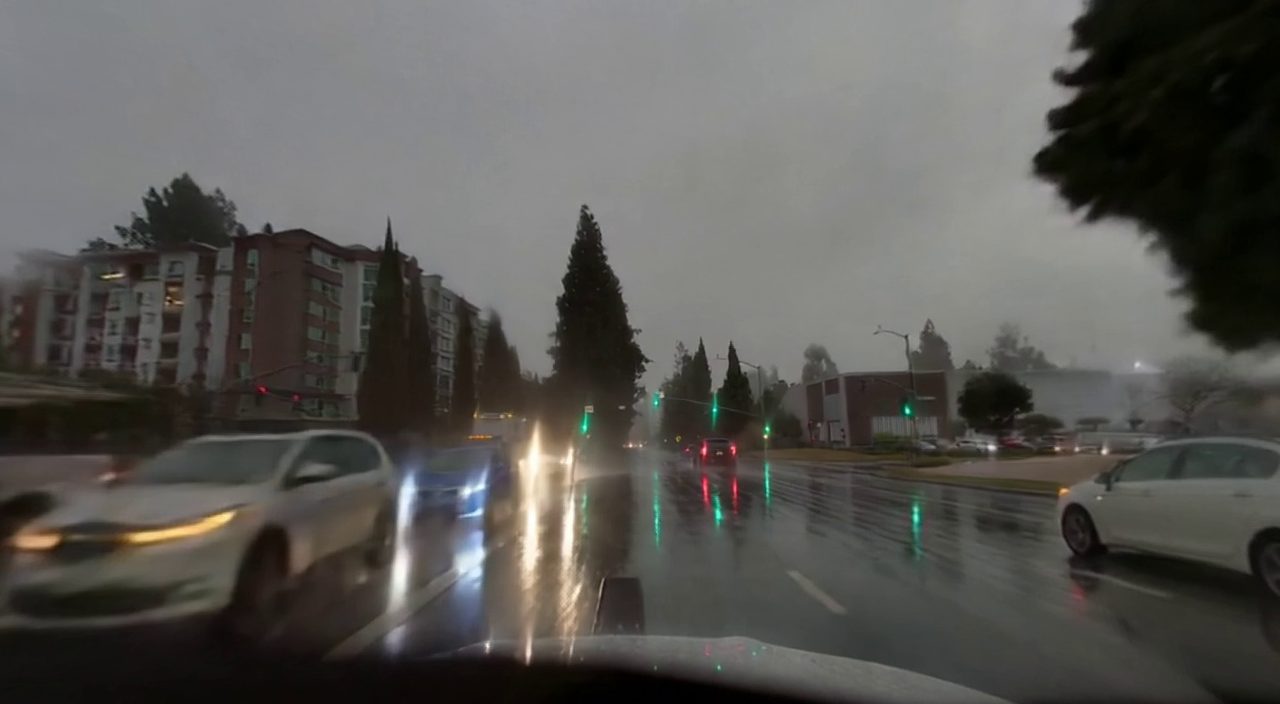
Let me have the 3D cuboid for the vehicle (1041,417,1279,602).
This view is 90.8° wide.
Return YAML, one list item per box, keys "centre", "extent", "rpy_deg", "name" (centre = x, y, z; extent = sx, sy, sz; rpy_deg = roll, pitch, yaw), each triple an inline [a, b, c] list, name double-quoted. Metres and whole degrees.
- centre: [6.642, 1.541, 6.603]
  extent: [2.000, 1.618, 4.238]
  rpy_deg: [0, -9, -1]
  name: "vehicle"

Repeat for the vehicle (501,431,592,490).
- centre: [-3.078, 3.771, 22.296]
  extent: [2.313, 1.752, 6.152]
  rpy_deg: [0, -9, -1]
  name: "vehicle"

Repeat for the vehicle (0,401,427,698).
- centre: [-3.600, 1.392, 5.622]
  extent: [1.948, 1.595, 4.256]
  rpy_deg: [0, -9, -1]
  name: "vehicle"

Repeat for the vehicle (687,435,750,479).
- centre: [3.384, 4.633, 28.197]
  extent: [2.095, 1.759, 4.862]
  rpy_deg: [0, -9, -1]
  name: "vehicle"

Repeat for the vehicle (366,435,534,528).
- centre: [-3.507, 2.470, 12.706]
  extent: [1.923, 1.494, 4.672]
  rpy_deg: [0, -9, 0]
  name: "vehicle"
